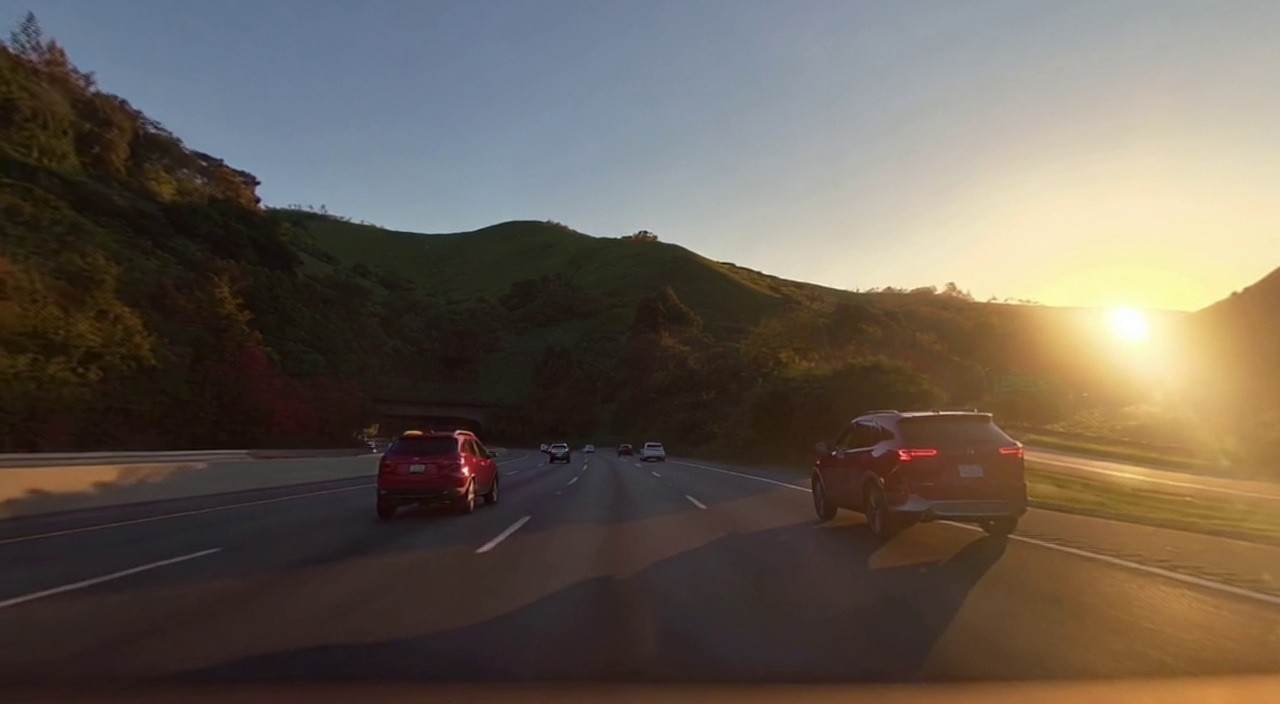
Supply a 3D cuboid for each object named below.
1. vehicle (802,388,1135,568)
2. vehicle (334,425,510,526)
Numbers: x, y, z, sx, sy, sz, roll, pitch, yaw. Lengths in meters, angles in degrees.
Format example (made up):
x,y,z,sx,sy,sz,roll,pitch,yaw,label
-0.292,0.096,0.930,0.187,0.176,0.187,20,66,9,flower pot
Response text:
x,y,z,sx,sy,sz,roll,pitch,yaw,label
4.154,1.701,9.251,2.103,1.903,4.837,0,-9,-2,vehicle
-4.363,2.548,13.609,2.213,1.766,4.598,0,-8,-1,vehicle
